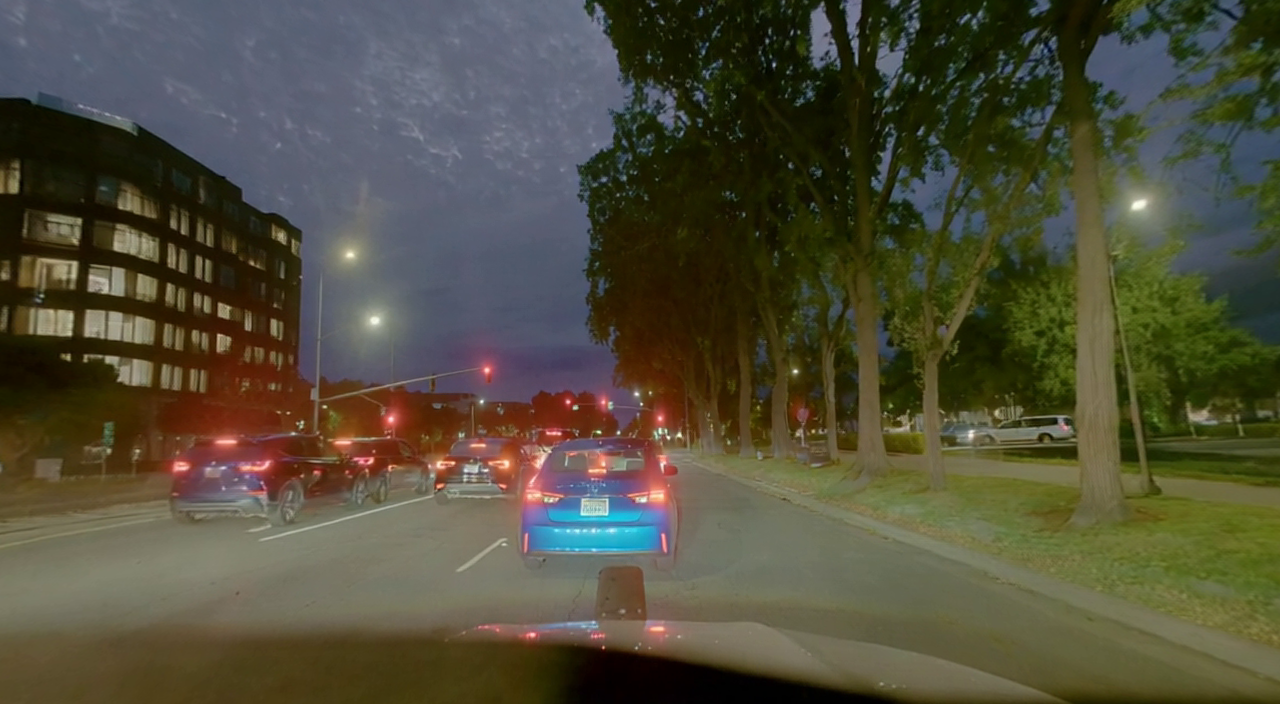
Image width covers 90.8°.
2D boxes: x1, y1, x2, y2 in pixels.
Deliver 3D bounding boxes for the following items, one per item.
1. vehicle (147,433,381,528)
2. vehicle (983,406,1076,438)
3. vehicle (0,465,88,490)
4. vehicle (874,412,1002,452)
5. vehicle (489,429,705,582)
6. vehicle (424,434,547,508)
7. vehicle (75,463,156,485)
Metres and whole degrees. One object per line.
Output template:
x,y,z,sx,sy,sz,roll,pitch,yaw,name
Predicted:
-7.271,2.506,12.912,2.096,1.593,4.288,0,-9,1,vehicle
27.747,5.035,45.166,5.333,1.880,2.130,-8,-9,30,vehicle
-36.616,7.630,38.539,4.093,1.440,1.804,0,-9,0,vehicle
13.949,3.797,29.791,4.975,1.809,1.956,0,-9,2,vehicle
-0.412,1.803,8.207,2.104,1.472,3.946,0,-9,0,vehicle
-3.613,2.861,15.611,1.969,1.570,4.019,0,-9,1,vehicle
-36.349,8.439,43.864,3.918,1.423,1.861,0,-9,0,vehicle
